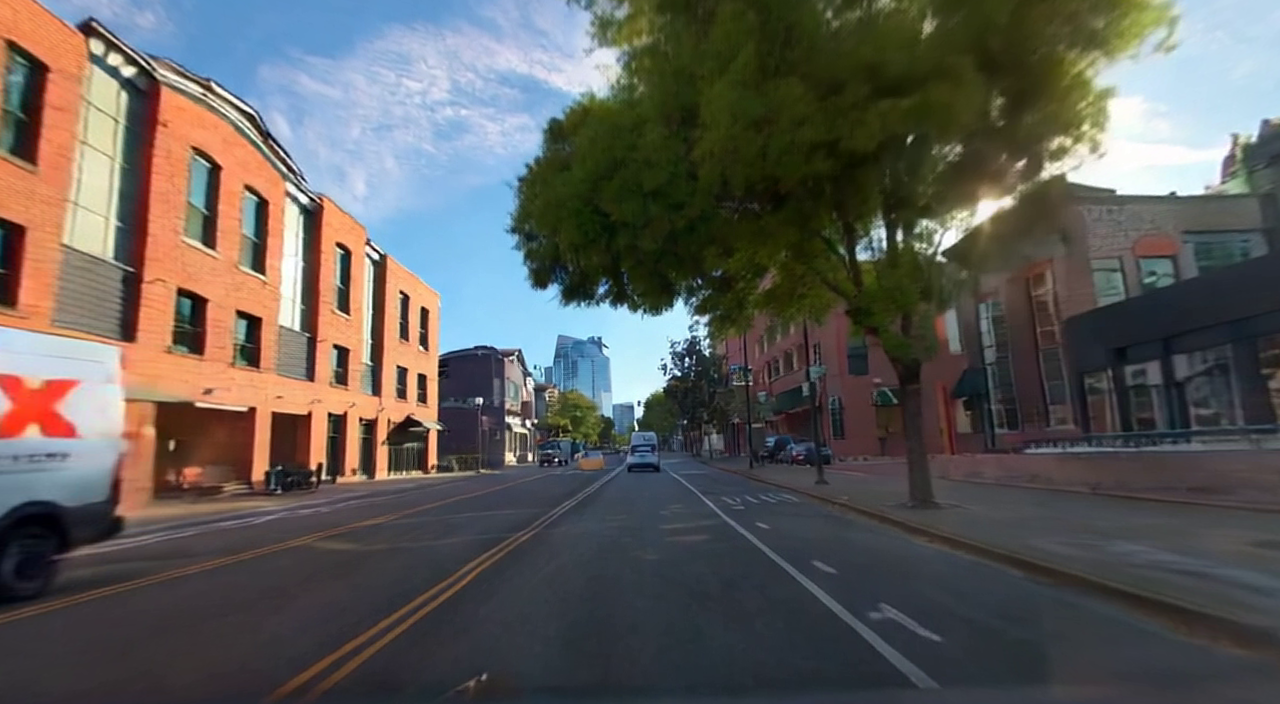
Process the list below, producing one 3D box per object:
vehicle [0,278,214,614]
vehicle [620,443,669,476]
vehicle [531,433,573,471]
[{"bbox_3d":[-7.284,0.743,4.951,2.754,3.065,7.103,0,-8,1],"label":"vehicle"},{"bbox_3d":[0.300,5.559,32.919,2.356,1.572,4.810,0,-9,2],"label":"vehicle"},{"bbox_3d":[-6.511,7.429,47.396,2.418,2.620,5.522,-1,-8,0],"label":"vehicle"}]
